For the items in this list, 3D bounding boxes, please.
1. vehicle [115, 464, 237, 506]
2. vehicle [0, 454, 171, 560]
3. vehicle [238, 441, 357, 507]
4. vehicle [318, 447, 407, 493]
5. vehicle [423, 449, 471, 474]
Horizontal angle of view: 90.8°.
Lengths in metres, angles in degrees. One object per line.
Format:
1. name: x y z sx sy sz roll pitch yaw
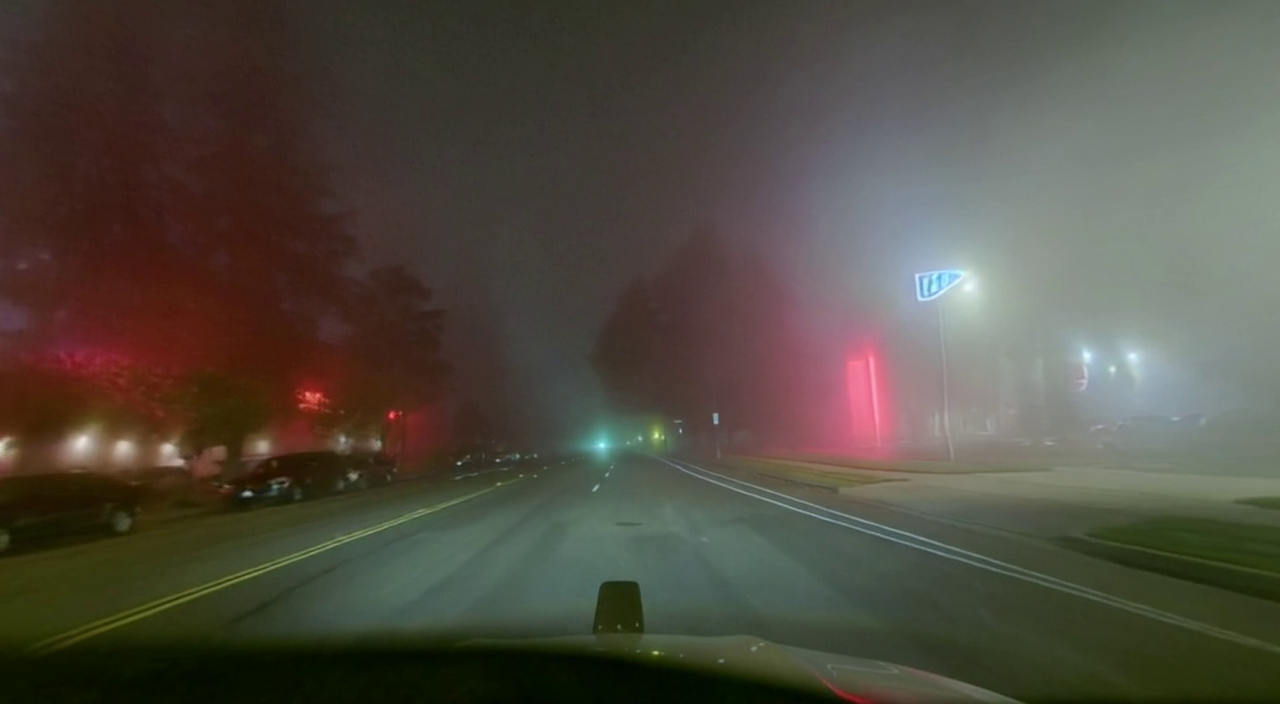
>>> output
1. vehicle: -18.162 5.190 25.013 1.963 1.383 3.903 2 -9 -3
2. vehicle: -11.780 2.857 12.087 1.950 1.720 4.868 0 -8 -1
3. vehicle: -12.064 4.261 22.592 2.015 1.884 4.488 -6 -8 -5
4. vehicle: -12.162 5.152 28.005 2.076 1.681 4.423 -4 -9 -2
5. vehicle: -12.521 7.113 41.290 1.958 1.457 4.254 0 -8 -2
